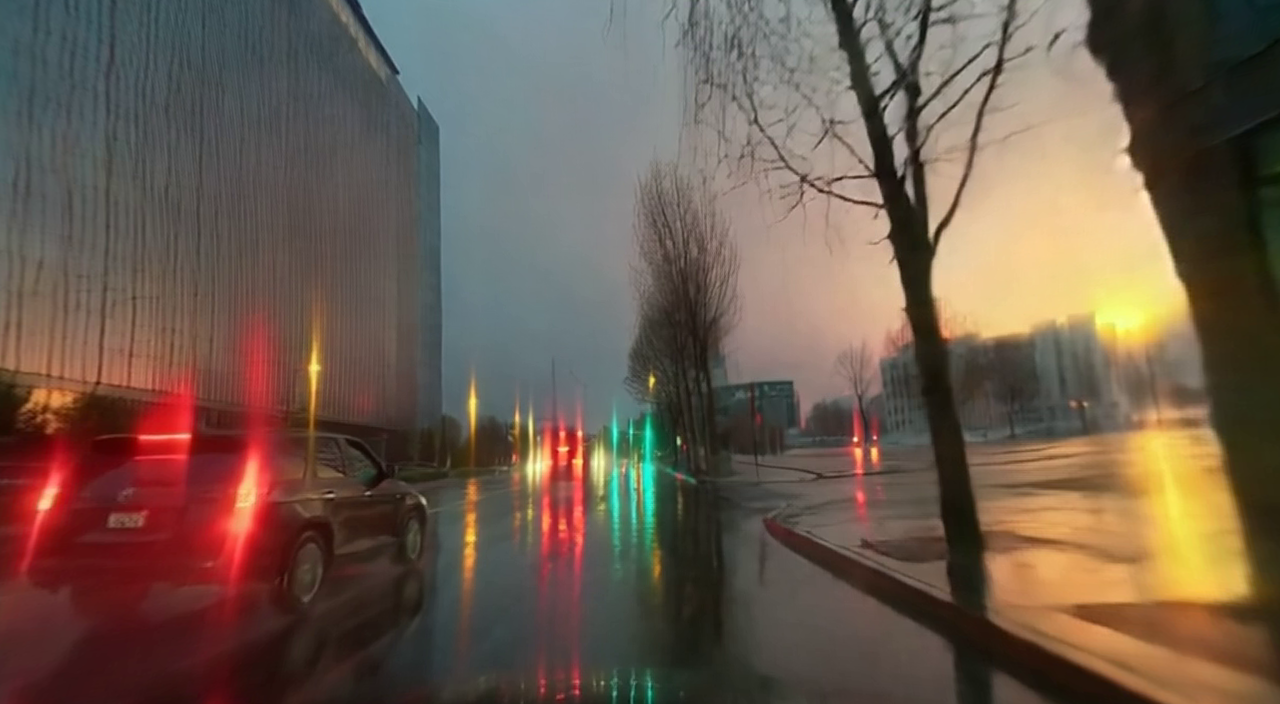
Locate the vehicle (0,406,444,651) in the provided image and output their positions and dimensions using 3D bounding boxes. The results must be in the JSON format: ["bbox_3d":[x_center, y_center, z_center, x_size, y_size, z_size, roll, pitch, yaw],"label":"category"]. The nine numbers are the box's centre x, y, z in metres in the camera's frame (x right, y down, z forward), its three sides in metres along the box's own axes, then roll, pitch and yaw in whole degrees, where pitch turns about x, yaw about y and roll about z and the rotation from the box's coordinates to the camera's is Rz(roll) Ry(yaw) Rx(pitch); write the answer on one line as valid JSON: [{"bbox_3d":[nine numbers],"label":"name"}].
[{"bbox_3d":[-4.041,1.704,6.918,2.169,1.741,4.588,-1,-11,2],"label":"vehicle"}]

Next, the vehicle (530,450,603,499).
[{"bbox_3d":[-2.997,5.201,26.898,2.384,1.849,5.009,-1,-11,2],"label":"vehicle"}]
